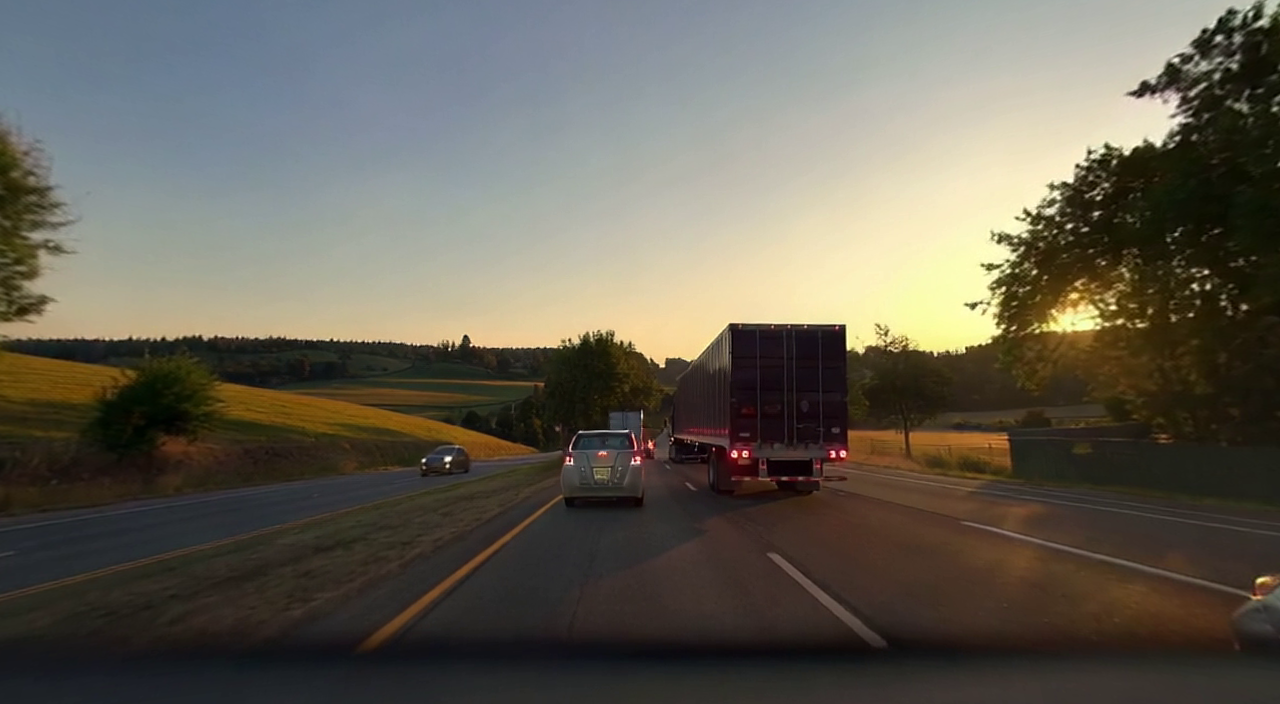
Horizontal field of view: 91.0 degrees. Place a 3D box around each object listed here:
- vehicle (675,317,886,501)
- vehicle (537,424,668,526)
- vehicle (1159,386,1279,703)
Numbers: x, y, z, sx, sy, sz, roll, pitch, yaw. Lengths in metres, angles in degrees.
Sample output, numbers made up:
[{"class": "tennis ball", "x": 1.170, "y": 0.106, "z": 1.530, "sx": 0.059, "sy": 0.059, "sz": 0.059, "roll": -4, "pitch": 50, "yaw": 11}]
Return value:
[{"class": "vehicle", "x": 3.693, "y": 2.494, "z": 22.960, "sx": 3.591, "sy": 4.290, "sz": 16.696, "roll": 0, "pitch": -8, "yaw": -1}, {"class": "vehicle", "x": -0.596, "y": 2.189, "z": 11.750, "sx": 2.009, "sy": 1.554, "sz": 4.013, "roll": 0, "pitch": -8, "yaw": 0}, {"class": "vehicle", "x": 3.545, "y": 0.632, "z": 0.680, "sx": 1.960, "sy": 1.515, "sz": 4.713, "roll": 0, "pitch": -8, "yaw": 0}]
